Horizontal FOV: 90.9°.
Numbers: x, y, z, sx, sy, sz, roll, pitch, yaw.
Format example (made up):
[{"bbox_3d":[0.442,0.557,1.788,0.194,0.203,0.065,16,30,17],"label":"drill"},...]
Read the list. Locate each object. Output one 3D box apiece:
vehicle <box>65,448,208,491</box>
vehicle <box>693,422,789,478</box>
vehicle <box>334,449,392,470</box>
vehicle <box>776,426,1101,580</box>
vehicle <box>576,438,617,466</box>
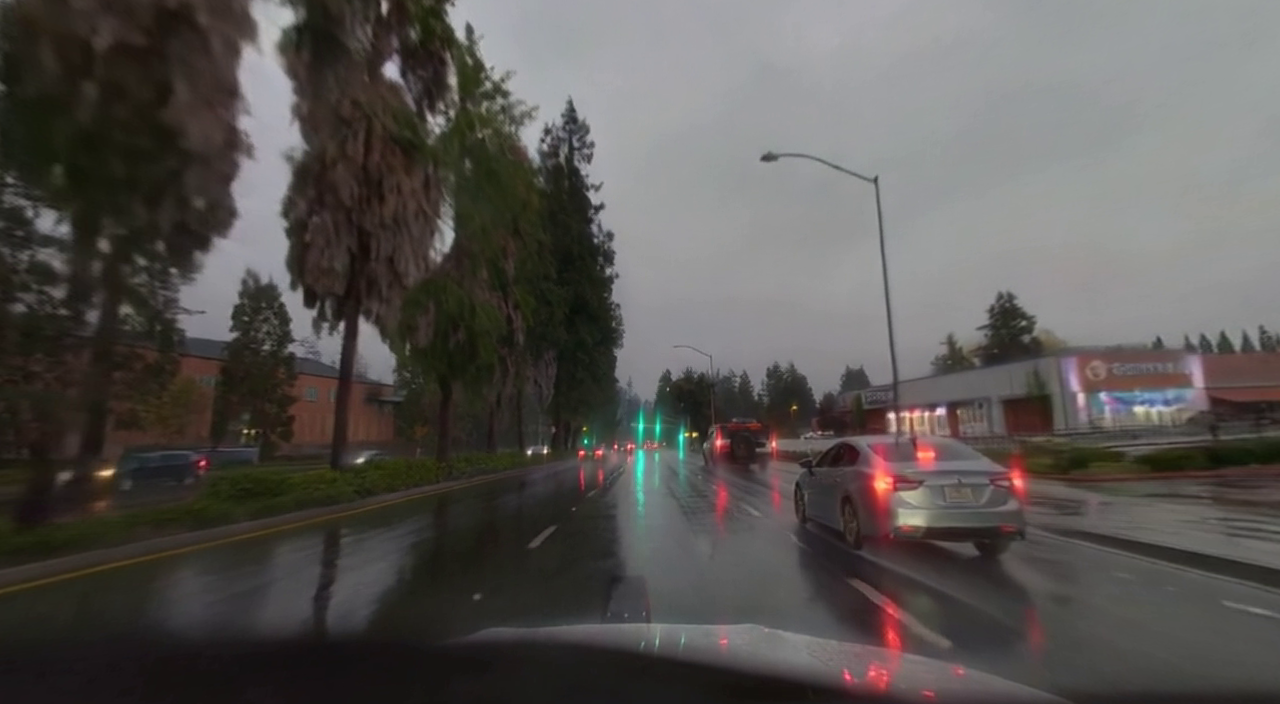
[{"bbox_3d":[-21.775,5.046,27.579,2.106,1.660,4.699,-1,-8,5],"label":"vehicle"},{"bbox_3d":[4.218,4.303,27.952,3.245,2.199,6.295,0,-8,0],"label":"vehicle"},{"bbox_3d":[-20.776,8.049,47.447,2.222,1.472,4.563,0,-8,1],"label":"vehicle"},{"bbox_3d":[3.407,1.813,8.510,2.095,1.475,4.686,0,-8,0],"label":"vehicle"},{"bbox_3d":[-2.801,6.538,41.329,2.250,1.713,4.422,0,-8,2],"label":"vehicle"}]
